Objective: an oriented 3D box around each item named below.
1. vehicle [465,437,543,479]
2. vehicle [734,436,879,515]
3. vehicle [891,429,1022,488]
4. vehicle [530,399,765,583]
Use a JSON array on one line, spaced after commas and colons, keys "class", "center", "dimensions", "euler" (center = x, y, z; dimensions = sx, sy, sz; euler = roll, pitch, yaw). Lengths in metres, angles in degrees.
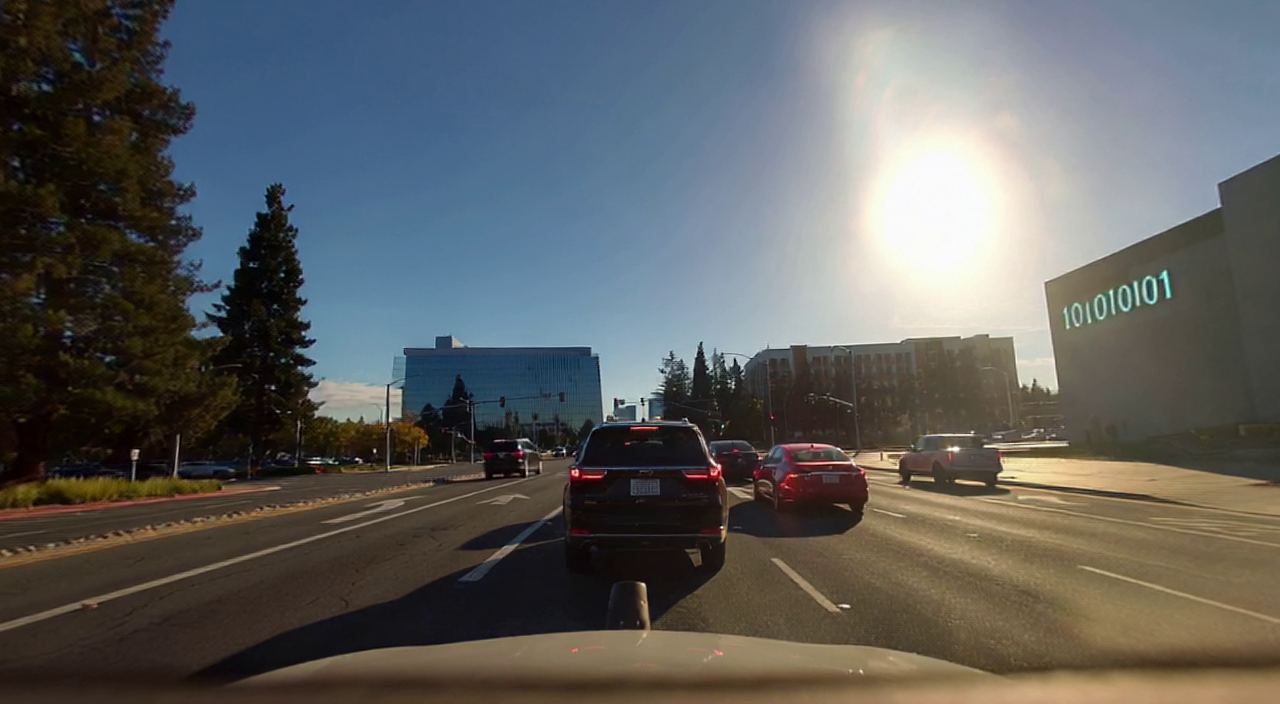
[{"class": "vehicle", "center": [-6.278, 4.979, 29.967], "dimensions": [2.555, 1.819, 5.145], "euler": [0, -9, 0]}, {"class": "vehicle", "center": [3.498, 2.690, 14.244], "dimensions": [1.997, 1.471, 4.321], "euler": [0, -9, -1]}, {"class": "vehicle", "center": [10.856, 3.693, 22.137], "dimensions": [2.123, 1.812, 4.553], "euler": [0, -9, -1]}, {"class": "vehicle", "center": [0.066, 1.660, 8.272], "dimensions": [2.266, 1.762, 4.131], "euler": [0, -9, 0]}]
